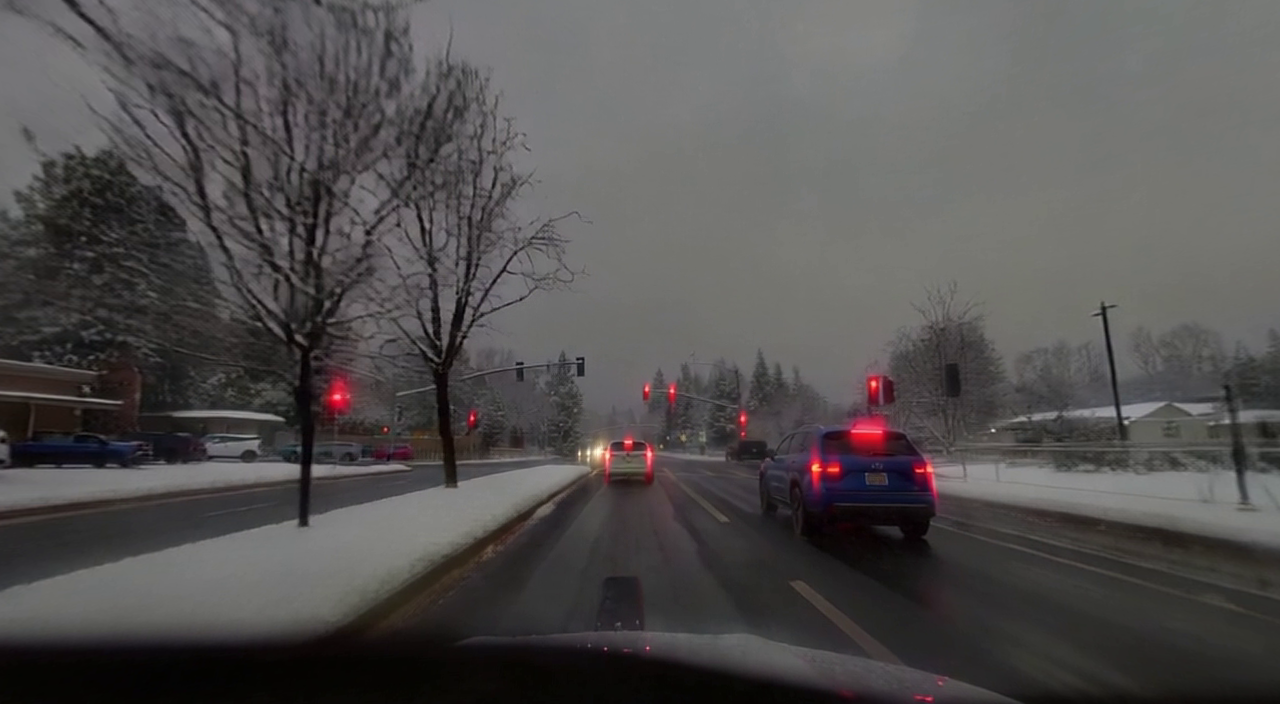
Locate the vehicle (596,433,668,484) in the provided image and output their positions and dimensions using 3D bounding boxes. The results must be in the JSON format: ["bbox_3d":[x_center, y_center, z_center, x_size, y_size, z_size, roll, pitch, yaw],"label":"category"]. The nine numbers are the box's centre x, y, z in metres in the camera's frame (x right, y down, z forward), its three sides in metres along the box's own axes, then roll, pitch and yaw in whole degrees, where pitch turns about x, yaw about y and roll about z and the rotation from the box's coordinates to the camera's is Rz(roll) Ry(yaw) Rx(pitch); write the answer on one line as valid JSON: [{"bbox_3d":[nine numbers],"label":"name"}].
[{"bbox_3d":[-0.261,3.565,21.385,2.177,1.512,4.682,0,-9,-1],"label":"vehicle"}]

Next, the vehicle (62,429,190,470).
[{"bbox_3d":[-29.025,5.536,35.970,5.335,2.076,2.209,4,-10,-33],"label":"vehicle"}]

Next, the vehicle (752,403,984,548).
[{"bbox_3d":[3.191,1.848,10.009,2.046,1.768,4.370,0,-9,0],"label":"vehicle"}]
